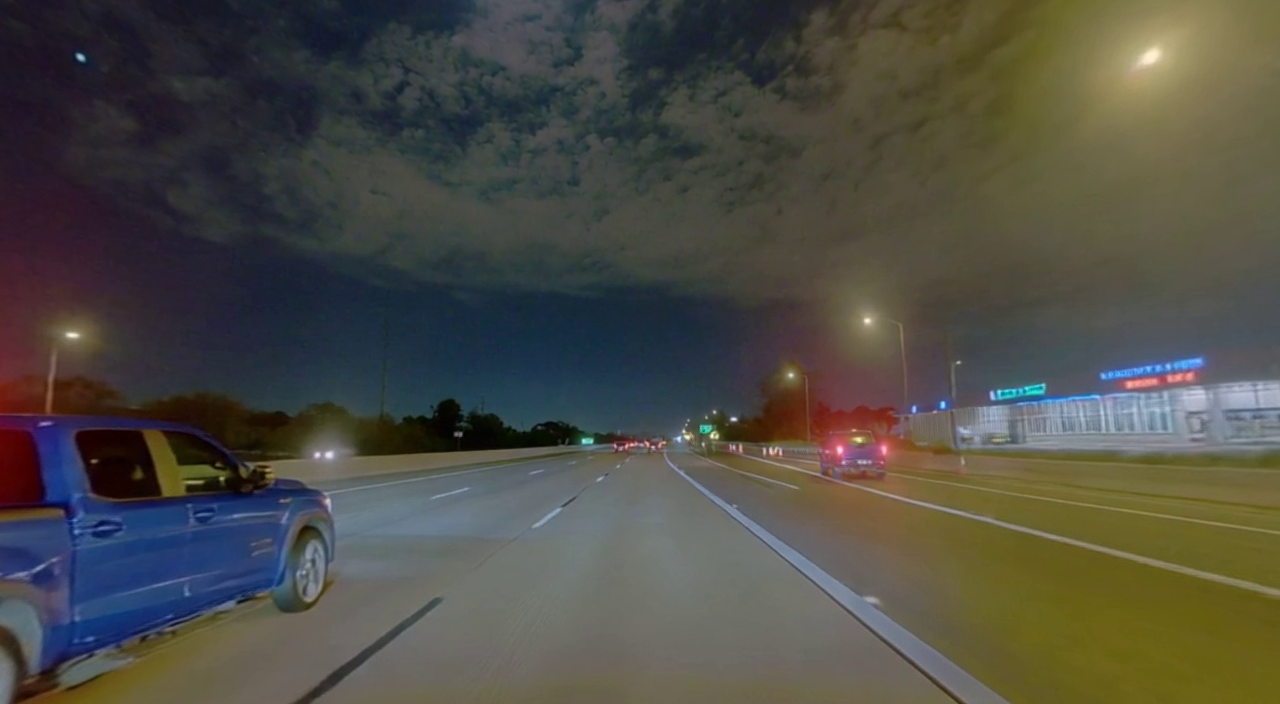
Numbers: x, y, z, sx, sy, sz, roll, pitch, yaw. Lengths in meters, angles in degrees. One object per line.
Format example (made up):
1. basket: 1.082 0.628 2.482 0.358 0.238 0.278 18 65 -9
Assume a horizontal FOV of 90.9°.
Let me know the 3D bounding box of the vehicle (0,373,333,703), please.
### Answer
1. vehicle: -3.571 0.965 2.927 2.001 1.619 4.445 0 -8 0

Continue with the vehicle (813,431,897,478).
1. vehicle: 9.335 4.494 27.930 2.186 1.840 5.289 -1 -8 4
